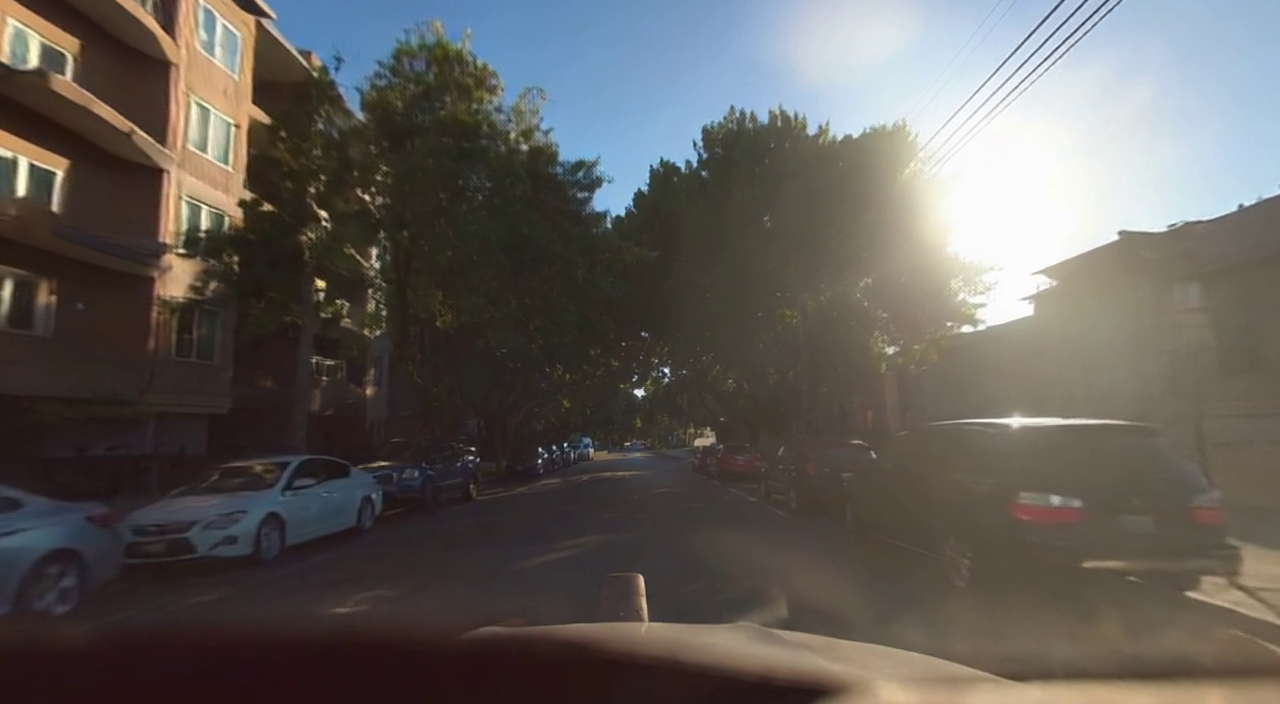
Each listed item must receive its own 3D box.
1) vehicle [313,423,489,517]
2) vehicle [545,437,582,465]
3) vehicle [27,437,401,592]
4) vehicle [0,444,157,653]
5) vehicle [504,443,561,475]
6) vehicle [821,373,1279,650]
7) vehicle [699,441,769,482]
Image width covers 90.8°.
[{"bbox_3d":[-5.289,2.678,14.949,2.213,1.825,4.986,0,-8,0],"label":"vehicle"},{"bbox_3d":[-5.390,7.026,45.054,2.069,1.881,4.697,0,-8,0],"label":"vehicle"},{"bbox_3d":[-5.344,2.039,9.014,2.026,1.461,4.837,-4,-8,0],"label":"vehicle"},{"bbox_3d":[-5.414,1.324,3.645,1.799,1.440,4.411,-4,-8,0],"label":"vehicle"},{"bbox_3d":[-5.285,5.324,31.685,2.080,1.458,4.511,0,-8,0],"label":"vehicle"},{"bbox_3d":[3.757,1.408,6.724,2.082,1.809,4.998,0,-8,-1],"label":"vehicle"},{"bbox_3d":[3.657,4.336,25.446,1.881,1.460,4.737,0,-8,-3],"label":"vehicle"}]
